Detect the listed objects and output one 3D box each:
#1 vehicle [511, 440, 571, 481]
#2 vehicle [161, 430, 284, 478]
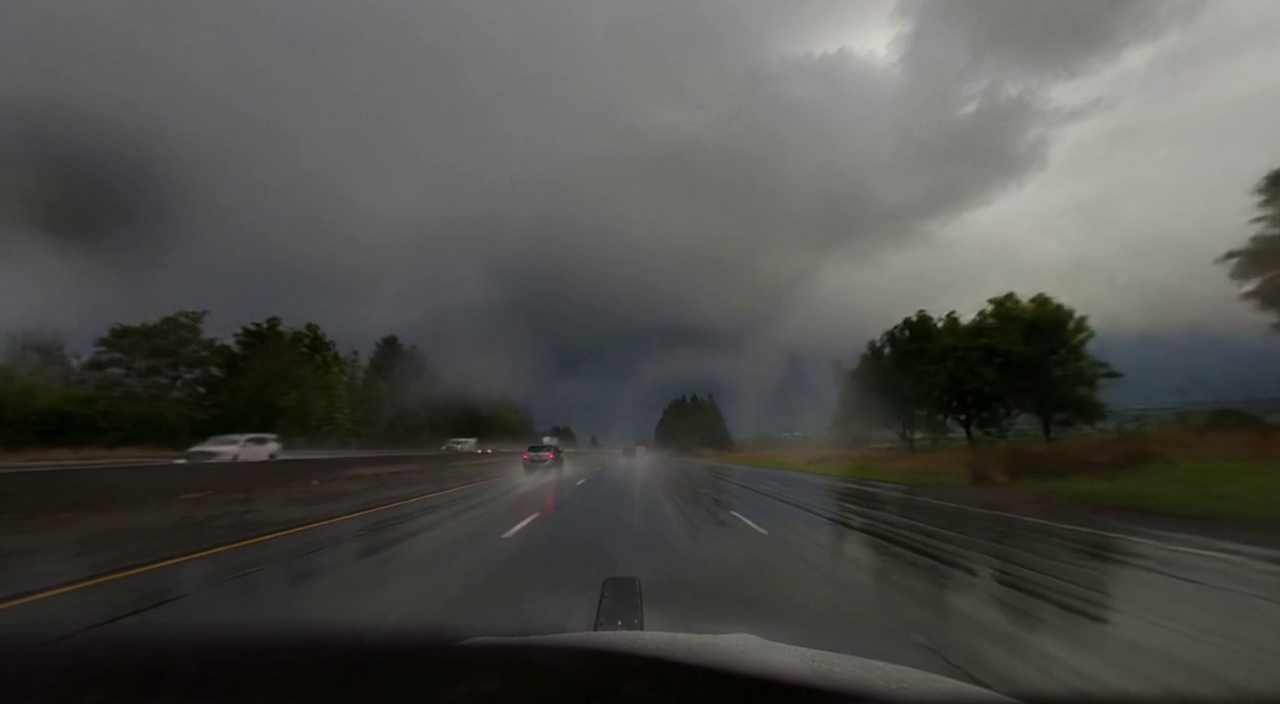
[{"bbox_3d":[-4.495,5.005,29.325,2.111,1.717,4.426,0,-9,-1],"label":"vehicle"},{"bbox_3d":[-17.408,4.293,26.556,1.952,1.807,4.846,0,-9,-2],"label":"vehicle"}]
